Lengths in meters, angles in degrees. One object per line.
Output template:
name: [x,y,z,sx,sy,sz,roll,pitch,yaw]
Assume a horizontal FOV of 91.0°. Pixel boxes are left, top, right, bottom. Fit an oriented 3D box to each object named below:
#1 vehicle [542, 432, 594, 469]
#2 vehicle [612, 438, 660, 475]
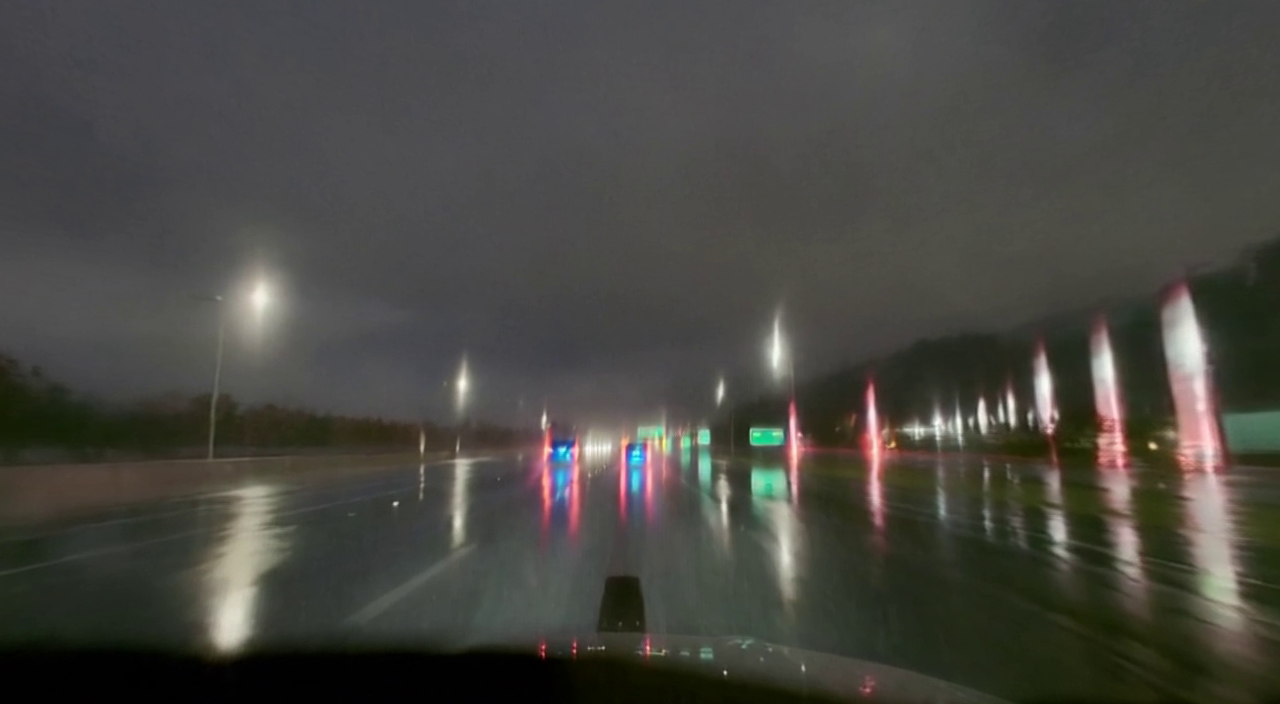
vehicle: [-3.933,5.494,35.366,2.264,1.901,4.647,0,-8,1]
vehicle: [-0.164,4.857,29.471,2.086,1.548,4.325,0,-8,0]
